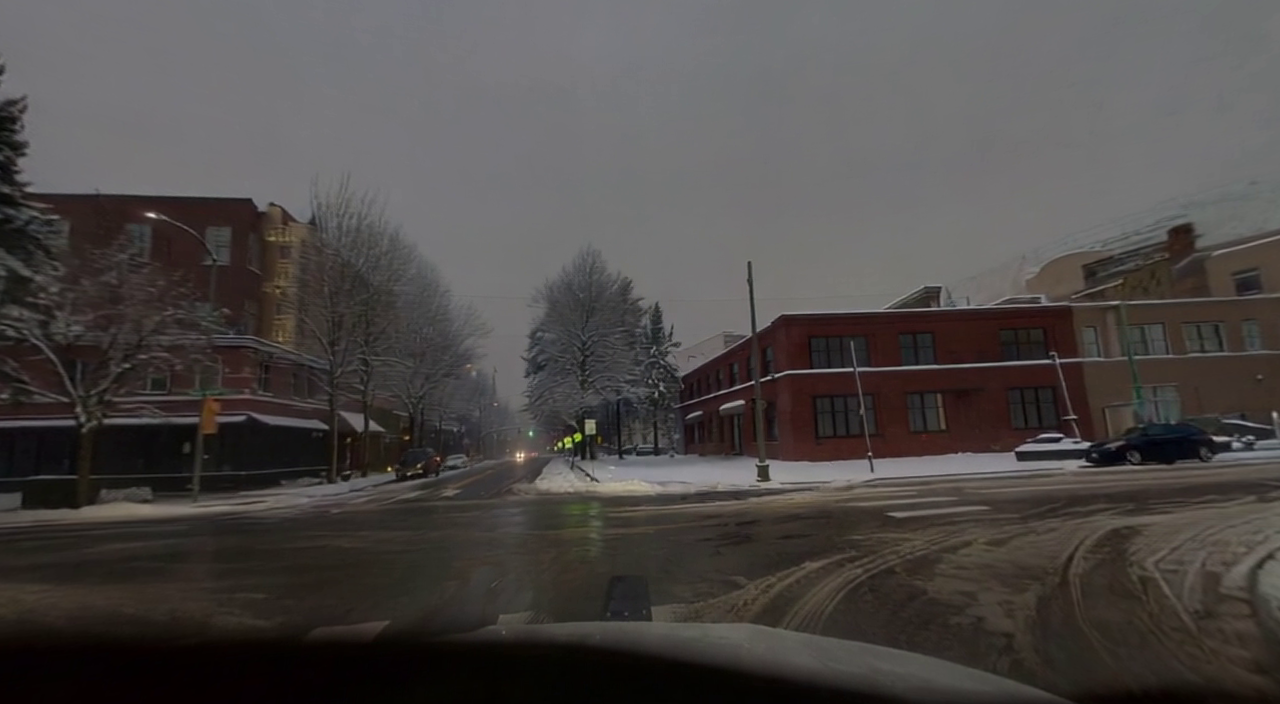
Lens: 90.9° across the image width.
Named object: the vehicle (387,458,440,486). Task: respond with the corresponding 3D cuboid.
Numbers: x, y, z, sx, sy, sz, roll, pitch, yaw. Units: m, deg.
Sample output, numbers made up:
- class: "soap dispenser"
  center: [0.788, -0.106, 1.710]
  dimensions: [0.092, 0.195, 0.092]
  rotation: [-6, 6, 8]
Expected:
- class: "vehicle"
  center: [-13.404, 7.089, 37.523]
  dimensions: [2.033, 1.491, 4.298]
  rotation: [1, -9, -7]
